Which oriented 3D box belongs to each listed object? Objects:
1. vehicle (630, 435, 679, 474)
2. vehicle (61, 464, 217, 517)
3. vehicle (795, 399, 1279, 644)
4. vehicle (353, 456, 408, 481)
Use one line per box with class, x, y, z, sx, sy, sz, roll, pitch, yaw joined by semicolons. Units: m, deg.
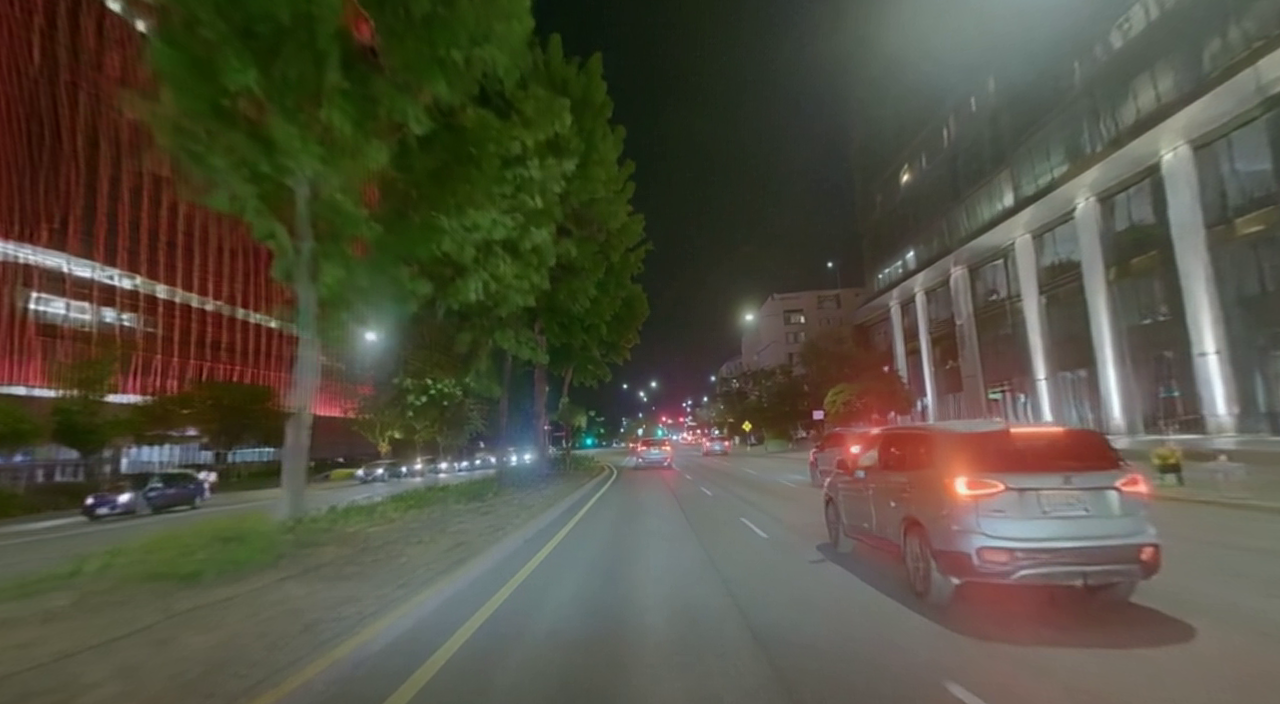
vehicle;0.621;4.741;29.462;2.125;1.669;3.880;0;-8;0
vehicle;-18.446;5.095;23.562;1.947;1.609;4.589;0;-8;2
vehicle;3.198;1.456;6.561;1.931;1.591;4.708;0;-8;0
vehicle;-18.240;8.185;44.509;1.853;1.614;4.514;-1;-8;2
